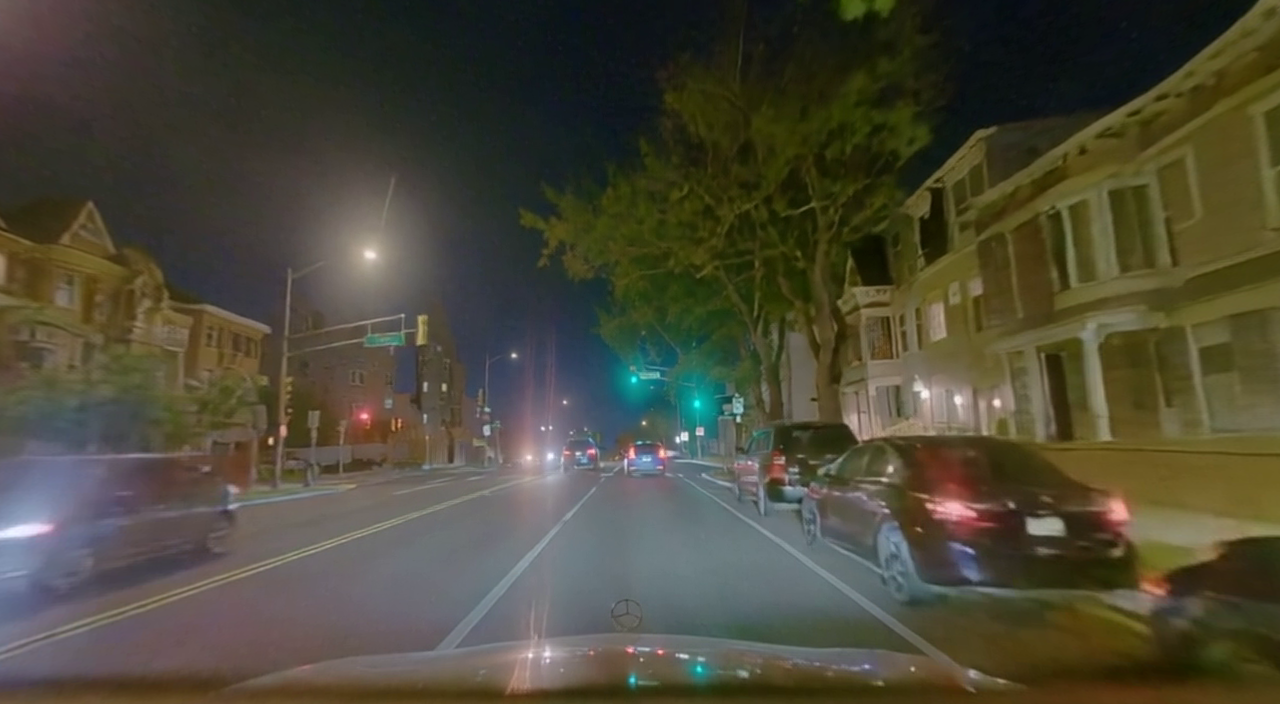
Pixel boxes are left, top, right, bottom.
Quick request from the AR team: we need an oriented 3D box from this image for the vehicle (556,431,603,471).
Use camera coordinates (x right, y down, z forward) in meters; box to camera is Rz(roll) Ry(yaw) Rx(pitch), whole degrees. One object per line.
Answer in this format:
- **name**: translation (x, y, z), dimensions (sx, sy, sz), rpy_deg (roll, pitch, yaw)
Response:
- **vehicle**: translation (-2.983, 4.953, 31.650), dimensions (1.983, 1.841, 4.013), rpy_deg (0, -8, 0)

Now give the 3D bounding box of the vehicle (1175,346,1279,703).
- **vehicle**: translation (3.032, 0.540, 0.293), dimensions (1.905, 1.589, 4.028), rpy_deg (0, -8, -2)

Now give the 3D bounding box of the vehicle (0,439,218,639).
- **vehicle**: translation (-5.945, 1.455, 4.938), dimensions (2.055, 1.521, 4.639), rpy_deg (0, -8, 0)

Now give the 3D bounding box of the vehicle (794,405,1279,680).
- **vehicle**: translation (2.949, 1.386, 5.846), dimensions (1.842, 1.511, 4.565), rpy_deg (0, -8, 0)

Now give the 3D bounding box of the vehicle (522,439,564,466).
- **vehicle**: translation (-6.275, 6.582, 41.456), dimensions (2.048, 1.601, 5.047), rpy_deg (0, -8, -1)

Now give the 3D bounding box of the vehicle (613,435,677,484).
- **vehicle**: translation (0.112, 3.652, 21.769), dimensions (1.998, 1.518, 4.015), rpy_deg (0, -8, -2)

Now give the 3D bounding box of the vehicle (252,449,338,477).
- **vehicle**: translation (-22.857, 7.354, 41.773), dimensions (4.537, 1.755, 1.933), rpy_deg (0, -8, 0)
